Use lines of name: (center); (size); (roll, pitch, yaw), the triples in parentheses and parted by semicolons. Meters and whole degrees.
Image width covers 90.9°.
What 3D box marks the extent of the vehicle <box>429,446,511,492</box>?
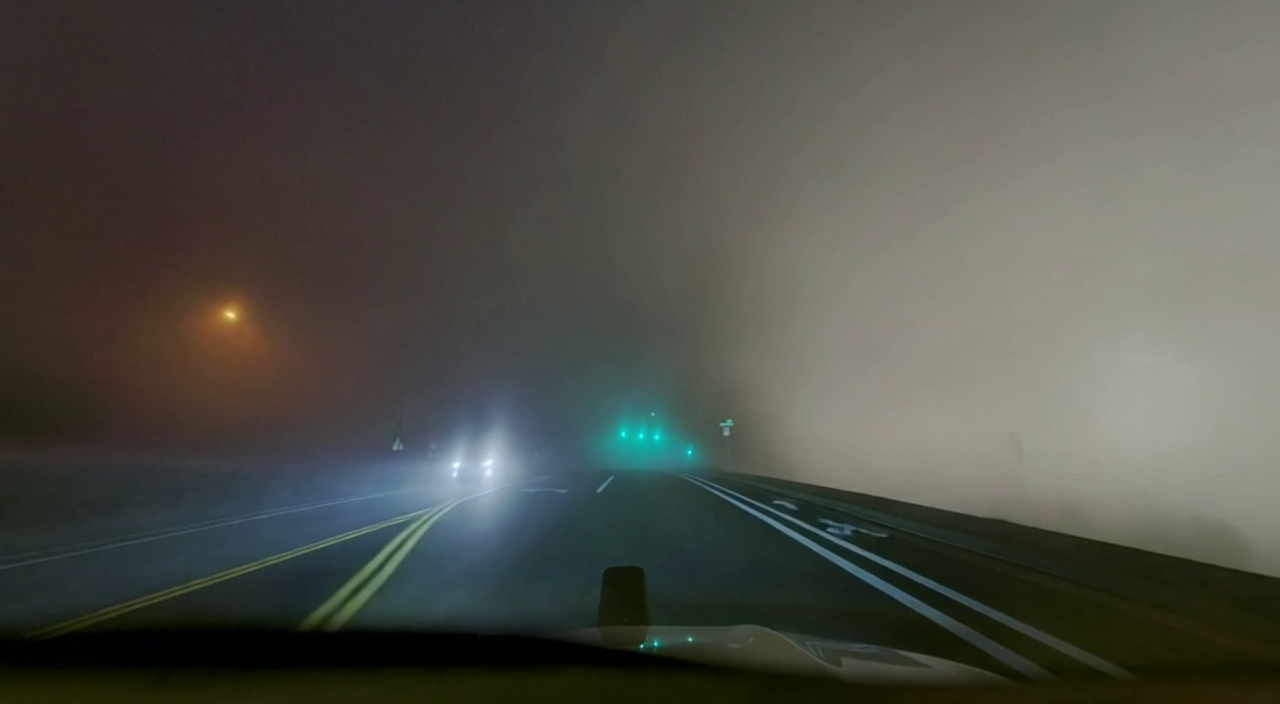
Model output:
vehicle: (-6.538, 4.509, 24.731); (2.095, 1.603, 3.980); (0, -8, 0)
